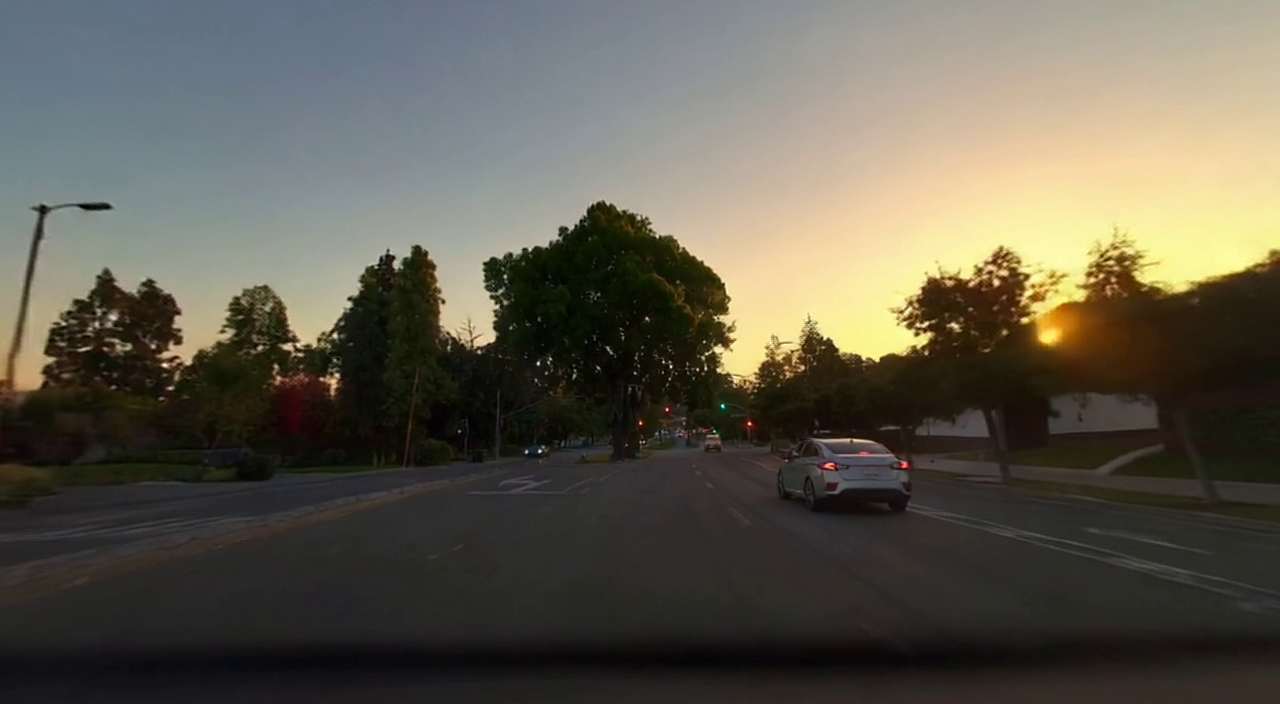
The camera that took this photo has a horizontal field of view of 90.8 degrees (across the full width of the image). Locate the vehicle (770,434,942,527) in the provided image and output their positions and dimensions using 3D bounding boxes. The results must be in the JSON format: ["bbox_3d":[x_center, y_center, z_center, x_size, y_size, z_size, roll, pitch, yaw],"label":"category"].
[{"bbox_3d":[3.860,2.350,12.120,1.852,1.453,4.083,0,-9,0],"label":"vehicle"}]
